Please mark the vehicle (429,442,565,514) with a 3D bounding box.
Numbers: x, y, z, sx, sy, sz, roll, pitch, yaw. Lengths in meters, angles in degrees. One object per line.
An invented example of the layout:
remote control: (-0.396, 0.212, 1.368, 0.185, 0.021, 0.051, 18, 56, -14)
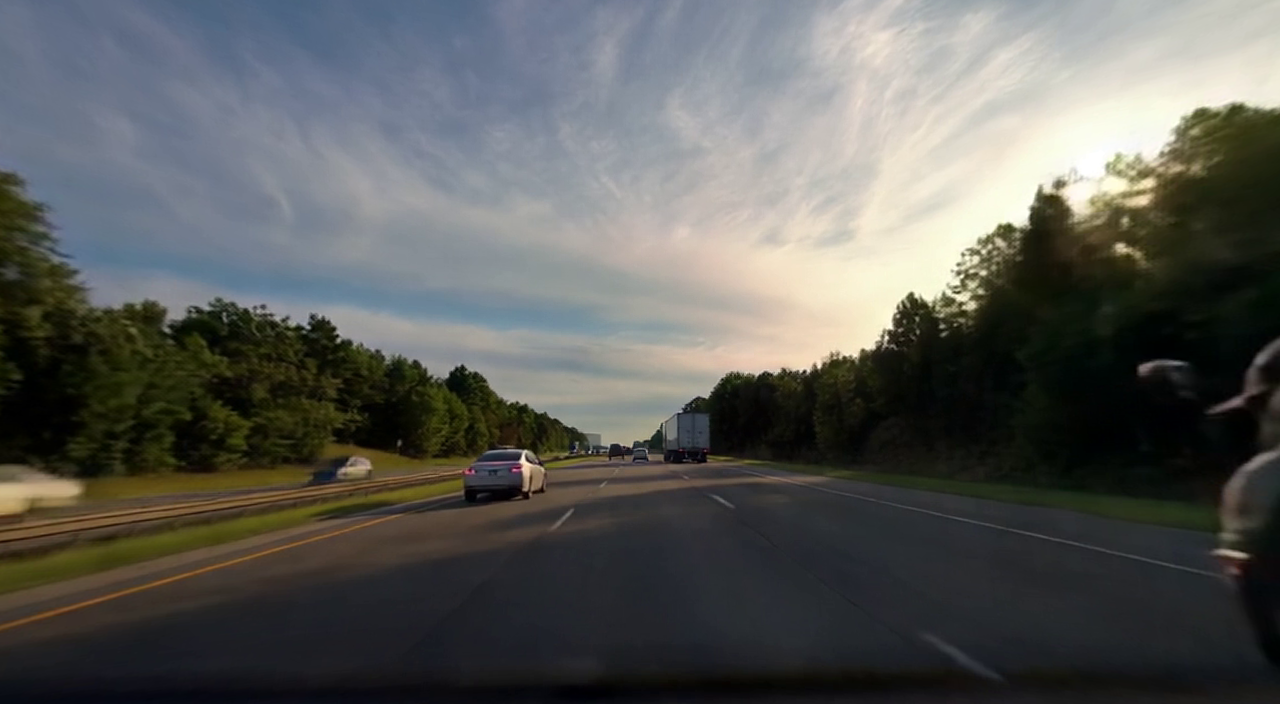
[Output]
vehicle: (-3.199, 2.949, 15.272, 2.121, 1.445, 4.651, 0, -9, 1)
